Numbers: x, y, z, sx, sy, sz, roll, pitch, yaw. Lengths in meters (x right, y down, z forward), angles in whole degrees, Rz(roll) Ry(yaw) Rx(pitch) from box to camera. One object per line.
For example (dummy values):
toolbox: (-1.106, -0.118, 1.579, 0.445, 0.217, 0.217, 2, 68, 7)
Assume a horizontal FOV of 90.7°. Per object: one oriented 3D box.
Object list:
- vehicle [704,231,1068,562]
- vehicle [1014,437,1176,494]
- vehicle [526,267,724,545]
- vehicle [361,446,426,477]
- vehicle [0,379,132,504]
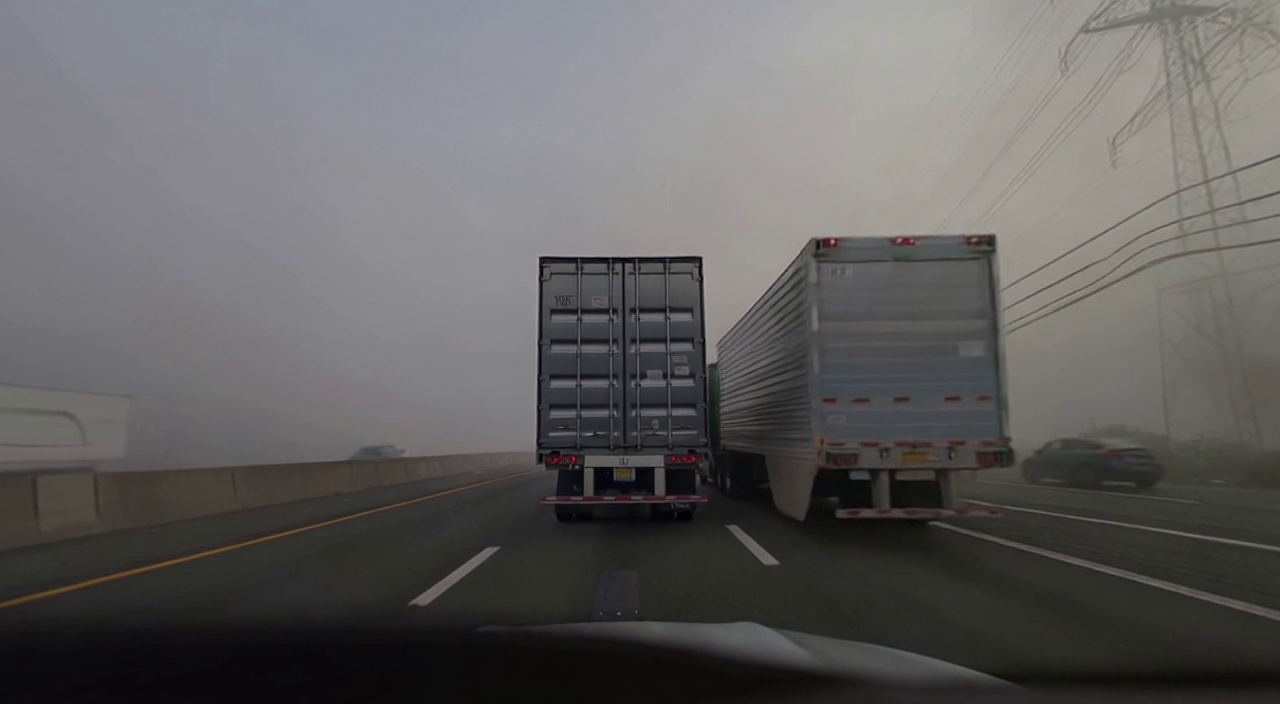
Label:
vehicle: (3.578, 1.437, 14.181, 2.797, 4.023, 13.066, 0, -9, 0)
vehicle: (12.811, 3.201, 18.150, 1.766, 1.452, 3.703, 0, -9, -2)
vehicle: (-0.224, 1.625, 15.308, 2.841, 4.071, 12.046, 0, -9, 0)
vehicle: (-13.045, 5.798, 33.769, 1.950, 1.526, 3.713, 0, -9, 0)
vehicle: (-20.400, 2.418, 17.105, 2.770, 3.665, 12.784, 0, -9, 0)
